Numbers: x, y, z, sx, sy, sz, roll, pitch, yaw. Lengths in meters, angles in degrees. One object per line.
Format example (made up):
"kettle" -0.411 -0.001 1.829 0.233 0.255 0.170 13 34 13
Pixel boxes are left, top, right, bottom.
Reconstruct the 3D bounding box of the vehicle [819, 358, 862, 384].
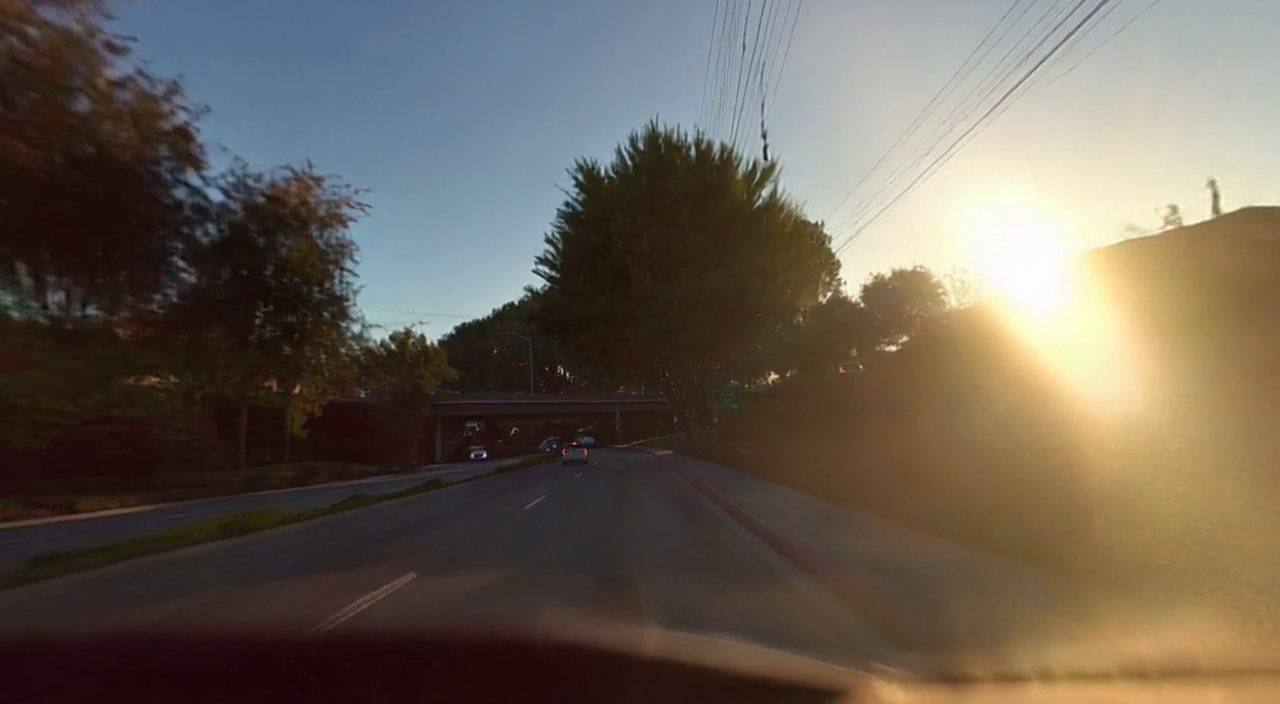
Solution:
"vehicle" 15.402 1.496 48.775 2.058 1.475 4.587 1 -7 4
